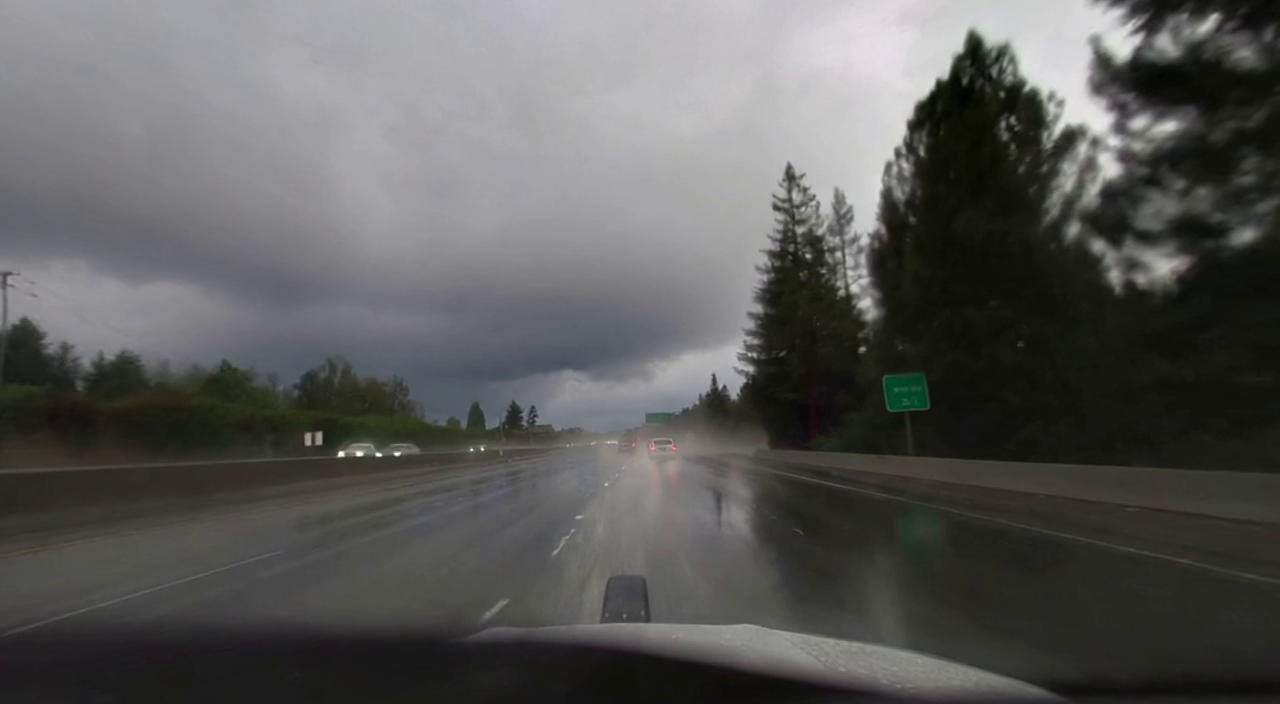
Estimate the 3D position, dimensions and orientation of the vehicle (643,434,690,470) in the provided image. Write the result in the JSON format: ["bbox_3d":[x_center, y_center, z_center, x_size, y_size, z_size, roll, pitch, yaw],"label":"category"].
[{"bbox_3d":[1.319,5.294,33.658,2.260,1.766,4.348,0,-8,-1],"label":"vehicle"}]
